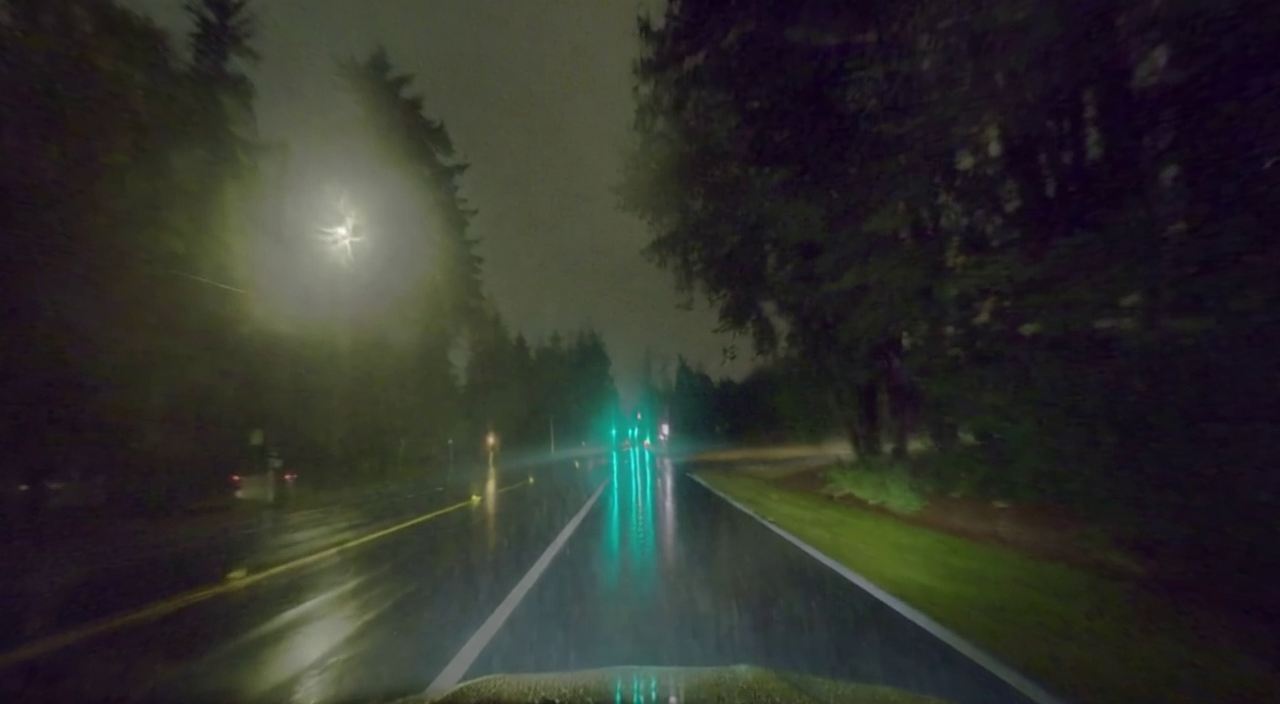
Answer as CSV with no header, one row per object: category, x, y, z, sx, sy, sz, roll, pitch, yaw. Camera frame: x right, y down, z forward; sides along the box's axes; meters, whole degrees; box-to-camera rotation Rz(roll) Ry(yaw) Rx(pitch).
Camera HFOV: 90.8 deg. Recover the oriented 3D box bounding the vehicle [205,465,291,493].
vehicle,-23.687,7.676,38.263,3.850,1.521,1.967,0,-9,0
